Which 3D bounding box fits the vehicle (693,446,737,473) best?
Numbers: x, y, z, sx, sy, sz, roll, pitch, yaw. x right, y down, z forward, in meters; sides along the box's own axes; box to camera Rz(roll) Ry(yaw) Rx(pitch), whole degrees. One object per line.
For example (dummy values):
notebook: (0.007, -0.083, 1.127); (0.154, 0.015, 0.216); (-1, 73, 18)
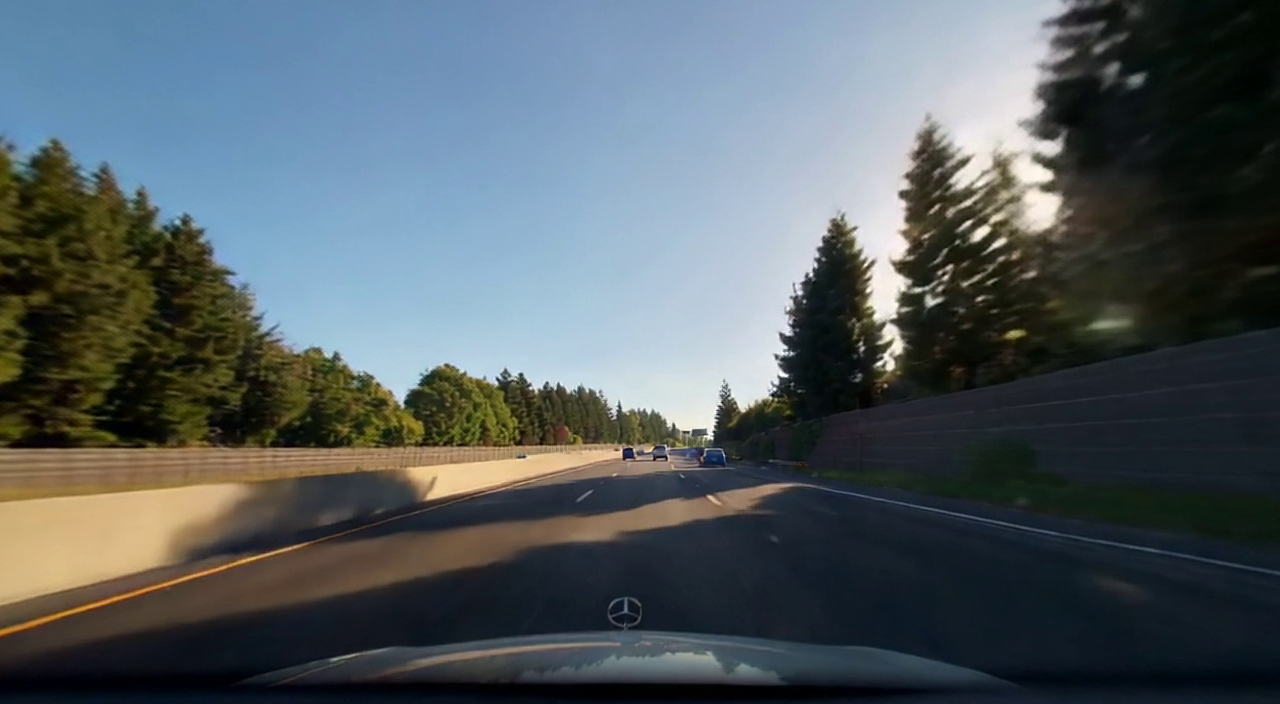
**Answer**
vehicle: (4.505, 6.550, 38.530); (2.175, 1.574, 3.943); (0, -9, 0)
